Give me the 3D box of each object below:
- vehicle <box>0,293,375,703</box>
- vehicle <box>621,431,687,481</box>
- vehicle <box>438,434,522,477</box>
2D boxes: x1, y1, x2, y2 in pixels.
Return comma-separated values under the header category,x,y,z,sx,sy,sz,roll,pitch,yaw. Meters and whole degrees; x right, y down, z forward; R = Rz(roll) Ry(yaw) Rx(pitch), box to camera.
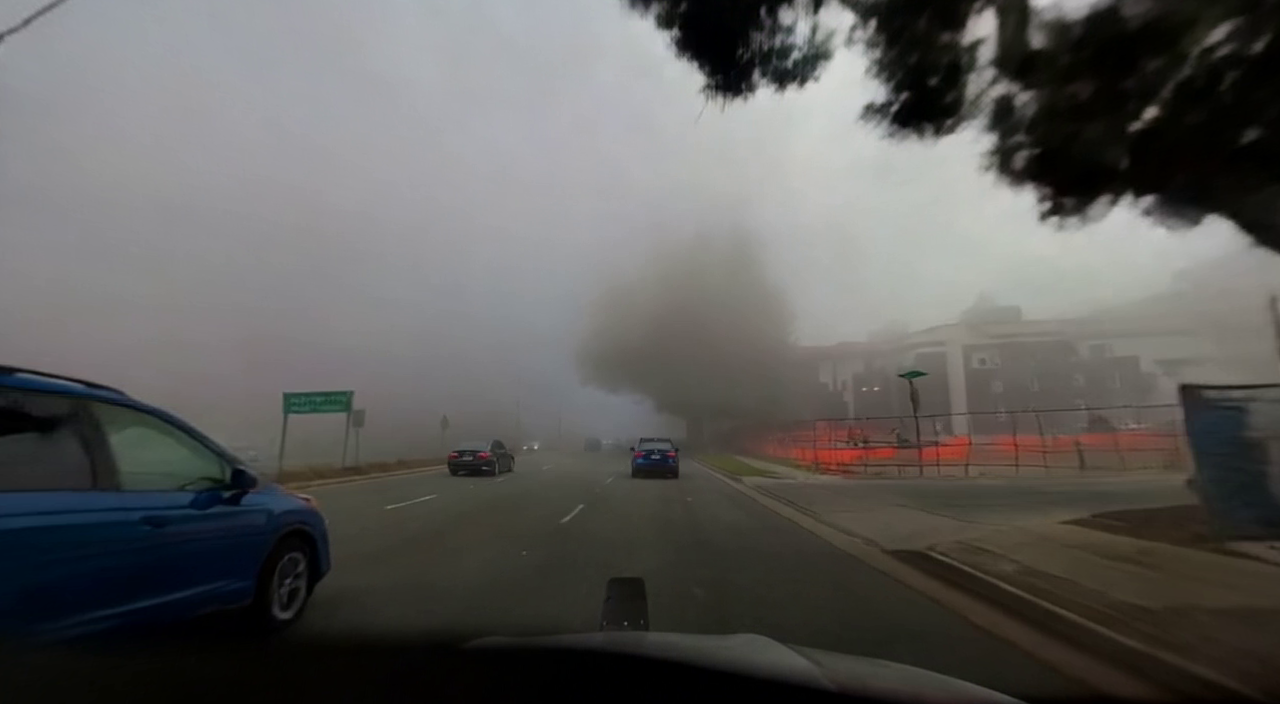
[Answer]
category,x,y,z,sx,sy,sz,roll,pitch,yaw
vehicle,-3.459,0.788,2.956,2.157,1.824,4.986,0,-8,1
vehicle,0.497,3.801,23.323,2.227,1.654,4.091,0,-8,1
vehicle,-5.911,3.880,23.853,1.877,1.479,4.430,0,-8,2
